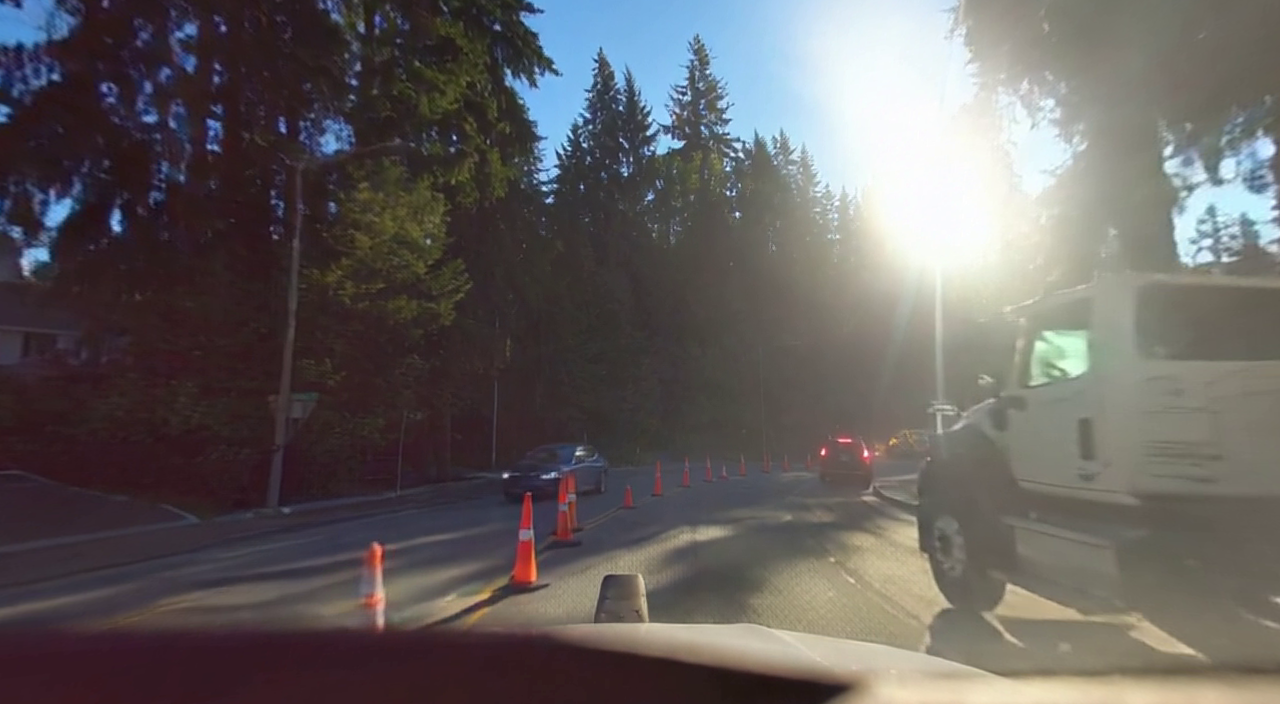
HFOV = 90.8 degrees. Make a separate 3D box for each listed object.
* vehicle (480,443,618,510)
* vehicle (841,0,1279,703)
[{"bbox_3d":[-2.187,3.150,16.594,1.945,1.494,4.201,-3,-9,17],"label":"vehicle"},{"bbox_3d":[3.326,-0.053,0.685,2.787,2.966,10.741,-1,-6,1],"label":"vehicle"}]
